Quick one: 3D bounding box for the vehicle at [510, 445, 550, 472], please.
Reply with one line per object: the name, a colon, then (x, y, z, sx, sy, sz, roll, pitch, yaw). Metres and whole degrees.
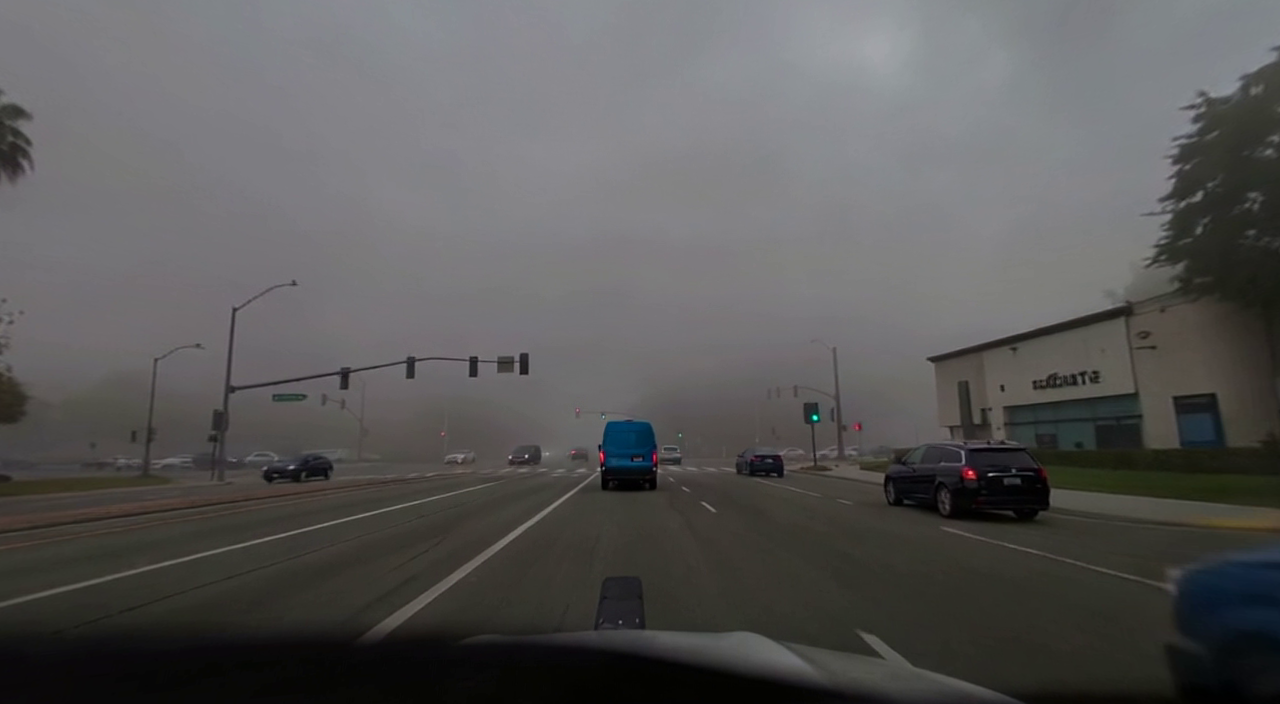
vehicle: (-7.146, 6.952, 41.363, 2.109, 1.653, 4.681, 0, -9, -5)

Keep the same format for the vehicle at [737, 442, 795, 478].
vehicle: (6.410, 5.535, 32.595, 1.931, 1.692, 4.267, 0, -9, -3)

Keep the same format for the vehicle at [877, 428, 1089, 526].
vehicle: (7.146, 2.626, 13.880, 2.023, 1.771, 4.488, 0, -9, -2)

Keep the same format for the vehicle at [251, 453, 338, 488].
vehicle: (-16.589, 5.681, 30.652, 1.953, 1.480, 4.632, 1, -9, -5)

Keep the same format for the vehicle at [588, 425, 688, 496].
vehicle: (-0.141, 3.521, 20.917, 2.848, 1.991, 5.706, 0, -9, -2)
